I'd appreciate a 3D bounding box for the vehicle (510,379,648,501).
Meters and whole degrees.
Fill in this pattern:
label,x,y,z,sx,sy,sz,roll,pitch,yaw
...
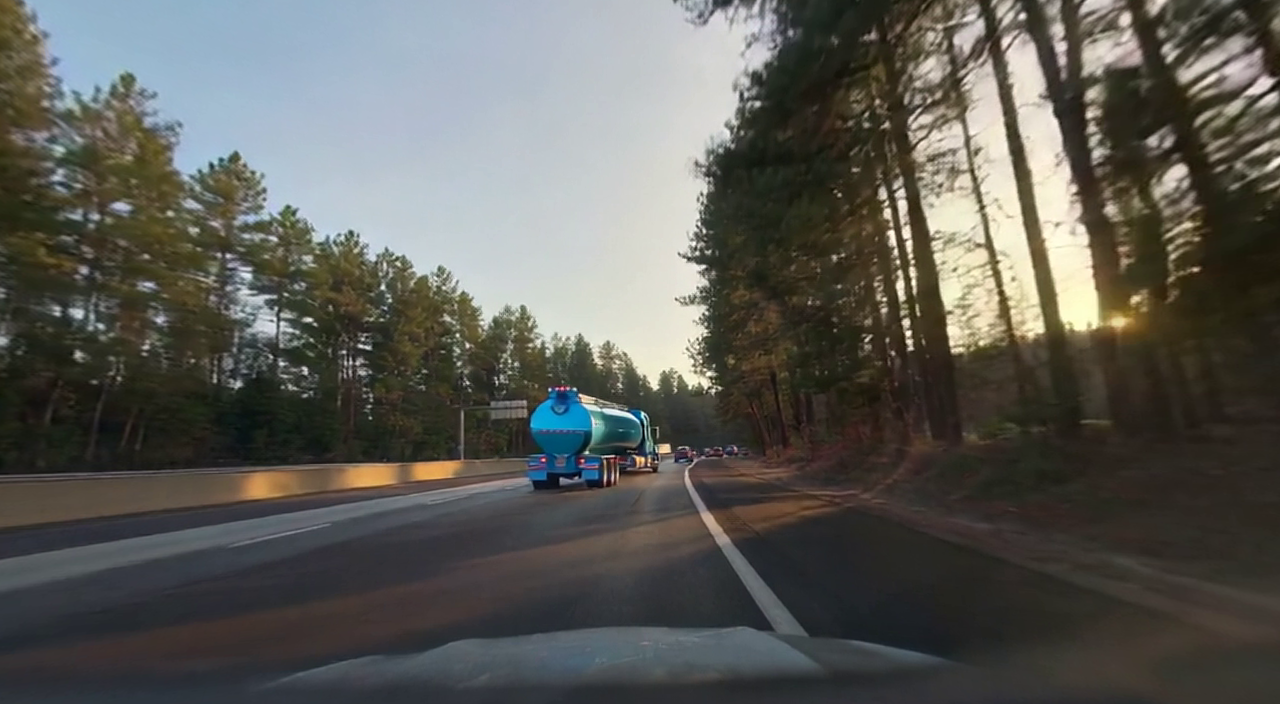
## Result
label,x,y,z,sx,sy,sz,roll,pitch,yaw
vehicle,-1.828,3.679,26.269,2.907,3.747,13.318,-1,-8,7
